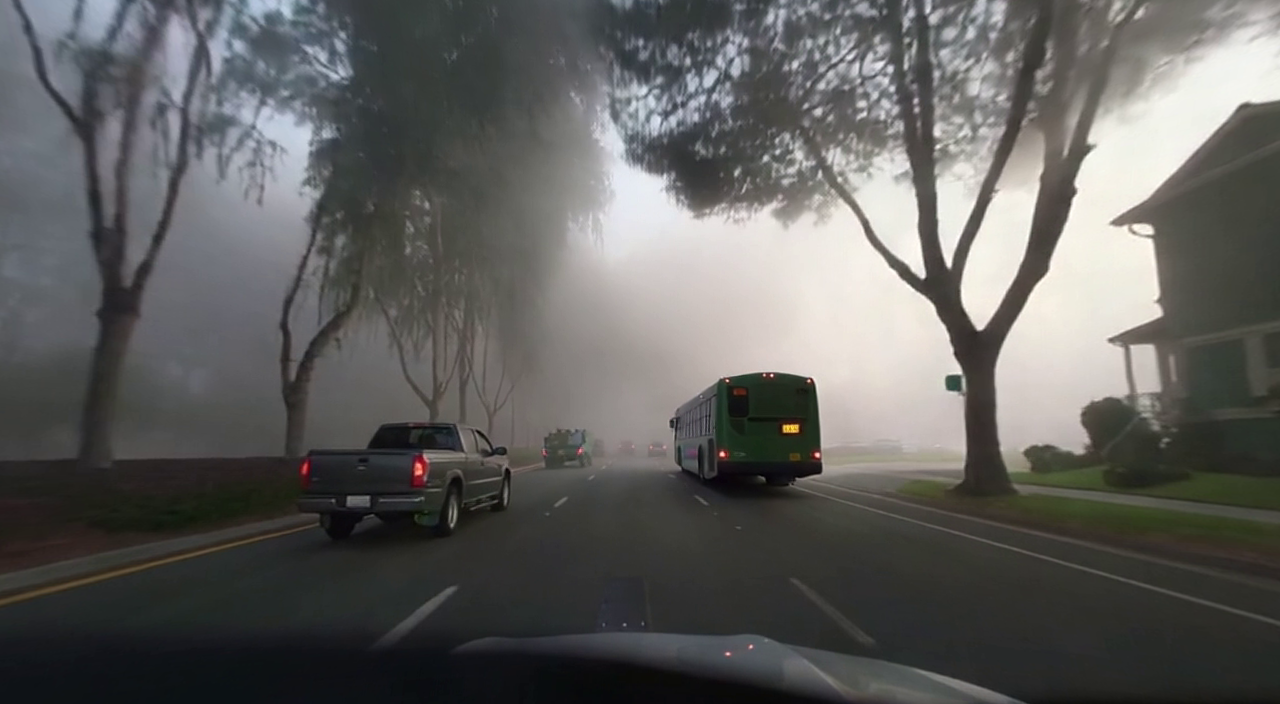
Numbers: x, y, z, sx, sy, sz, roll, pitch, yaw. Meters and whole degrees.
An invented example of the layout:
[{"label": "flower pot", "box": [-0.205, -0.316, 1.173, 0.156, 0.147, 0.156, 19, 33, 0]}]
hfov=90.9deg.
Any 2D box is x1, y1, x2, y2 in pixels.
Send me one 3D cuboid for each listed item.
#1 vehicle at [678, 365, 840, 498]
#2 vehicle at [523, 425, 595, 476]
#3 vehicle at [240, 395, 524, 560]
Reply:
[{"label": "vehicle", "box": [3.286, 2.849, 21.804, 3.059, 3.264, 12.623, 0, -8, 0]}, {"label": "vehicle", "box": [-3.478, 4.430, 28.487, 2.513, 2.066, 5.820, 0, -8, 0]}, {"label": "vehicle", "box": [-3.408, 1.795, 9.763, 2.074, 1.849, 5.137, 0, -8, 2]}]
